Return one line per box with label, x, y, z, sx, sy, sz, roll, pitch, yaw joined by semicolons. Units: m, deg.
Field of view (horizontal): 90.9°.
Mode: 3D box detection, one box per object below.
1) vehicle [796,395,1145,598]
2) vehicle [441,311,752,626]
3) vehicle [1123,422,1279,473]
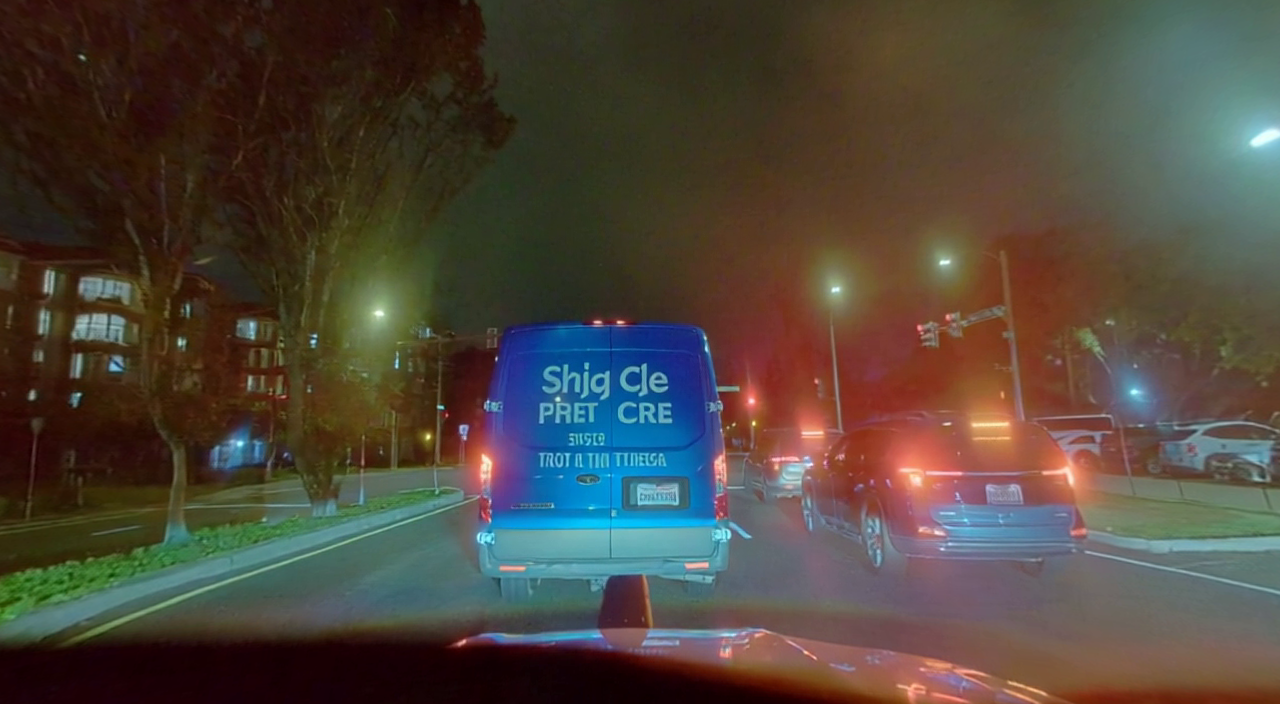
vehicle;3.441;1.587;7.756;1.965;1.771;4.295;0;-8;0
vehicle;-0.301;1.257;7.540;2.422;2.488;4.992;0;-8;1
vehicle;17.193;2.889;19.140;3.491;1.443;1.837;0;-8;0
